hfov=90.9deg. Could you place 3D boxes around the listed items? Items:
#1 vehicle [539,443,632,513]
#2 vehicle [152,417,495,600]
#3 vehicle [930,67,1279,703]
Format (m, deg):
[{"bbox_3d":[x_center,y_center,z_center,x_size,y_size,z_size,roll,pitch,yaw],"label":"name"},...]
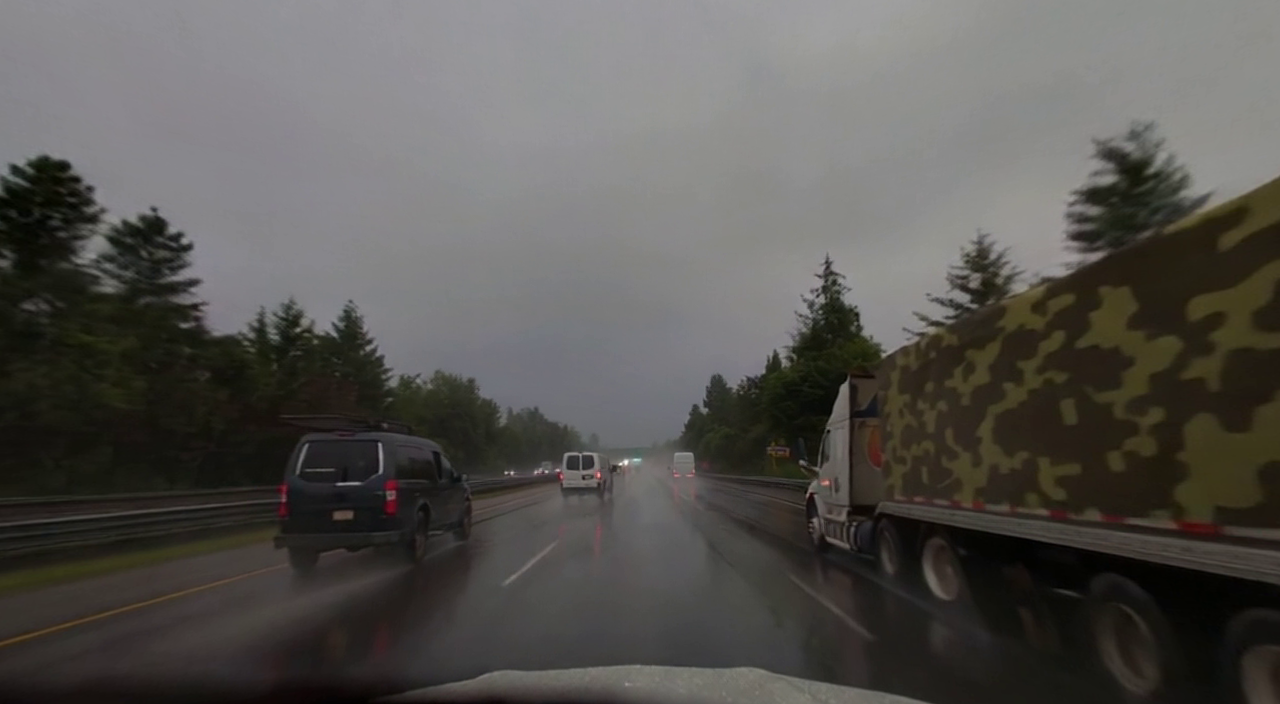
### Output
[{"bbox_3d":[-1.595,4.074,20.619,2.378,1.930,5.086,1,-11,2],"label":"vehicle"},{"bbox_3d":[-3.490,1.874,8.145,2.124,1.671,4.262,1,-11,1],"label":"vehicle"},{"bbox_3d":[4.016,0.410,3.018,2.703,2.988,5.097,1,-11,0],"label":"vehicle"}]
